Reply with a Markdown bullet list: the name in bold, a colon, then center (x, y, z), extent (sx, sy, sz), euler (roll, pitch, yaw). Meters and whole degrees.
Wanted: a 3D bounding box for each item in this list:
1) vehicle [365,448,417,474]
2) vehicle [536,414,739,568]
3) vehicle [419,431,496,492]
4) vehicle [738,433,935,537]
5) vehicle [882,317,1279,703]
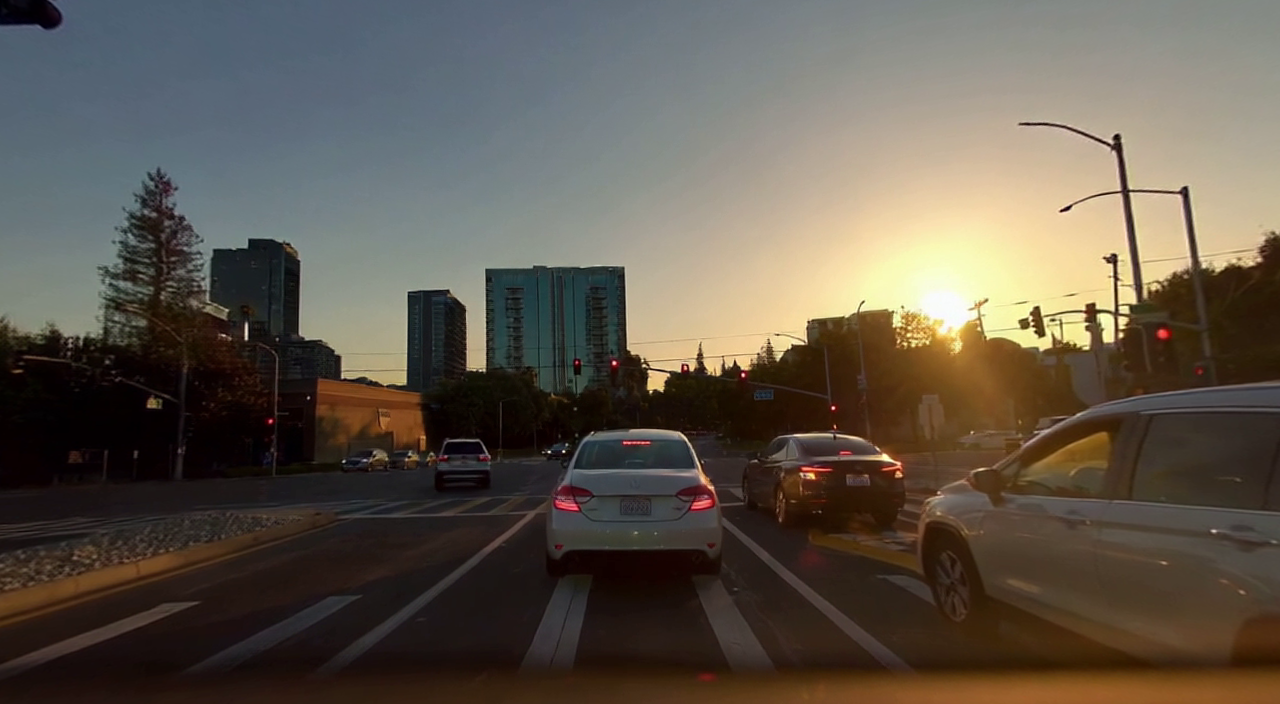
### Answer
- **vehicle**: center (-18.780, 8.221, 47.930), extent (2.026, 1.836, 4.726), euler (0, -8, 0)
- **vehicle**: center (-0.078, 1.802, 8.902), extent (2.188, 1.637, 4.027), euler (0, -9, -2)
- **vehicle**: center (-6.378, 3.707, 21.724), extent (2.021, 1.837, 4.448), euler (3, -9, -21)
- **vehicle**: center (3.159, 2.231, 11.283), extent (2.001, 1.463, 4.398), euler (0, -8, -2)
- **vehicle**: center (3.011, 0.880, 2.795), extent (2.103, 1.701, 4.294), euler (0, -9, -1)
